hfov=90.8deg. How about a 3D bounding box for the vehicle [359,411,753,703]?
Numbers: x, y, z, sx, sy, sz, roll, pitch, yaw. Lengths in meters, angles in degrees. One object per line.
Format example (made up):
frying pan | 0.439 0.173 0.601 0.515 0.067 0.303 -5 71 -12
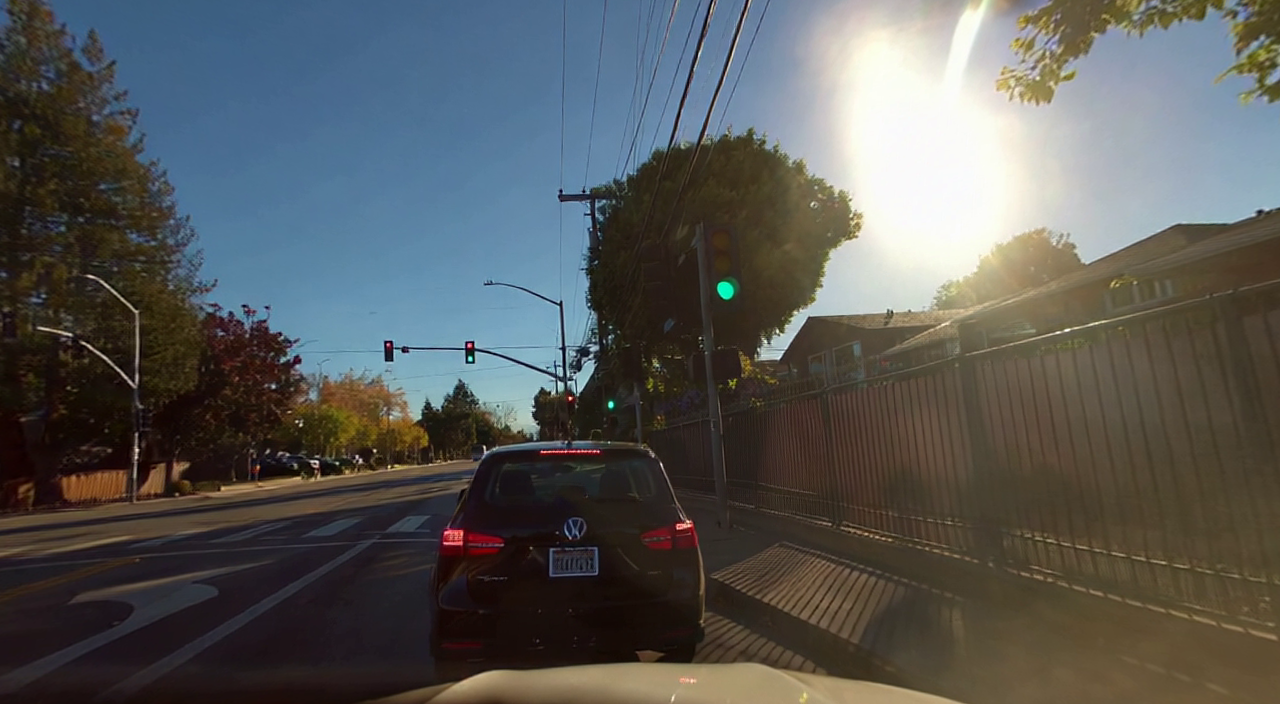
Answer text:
vehicle | -0.678 1.339 5.181 2.024 1.502 3.702 1 -8 -9
